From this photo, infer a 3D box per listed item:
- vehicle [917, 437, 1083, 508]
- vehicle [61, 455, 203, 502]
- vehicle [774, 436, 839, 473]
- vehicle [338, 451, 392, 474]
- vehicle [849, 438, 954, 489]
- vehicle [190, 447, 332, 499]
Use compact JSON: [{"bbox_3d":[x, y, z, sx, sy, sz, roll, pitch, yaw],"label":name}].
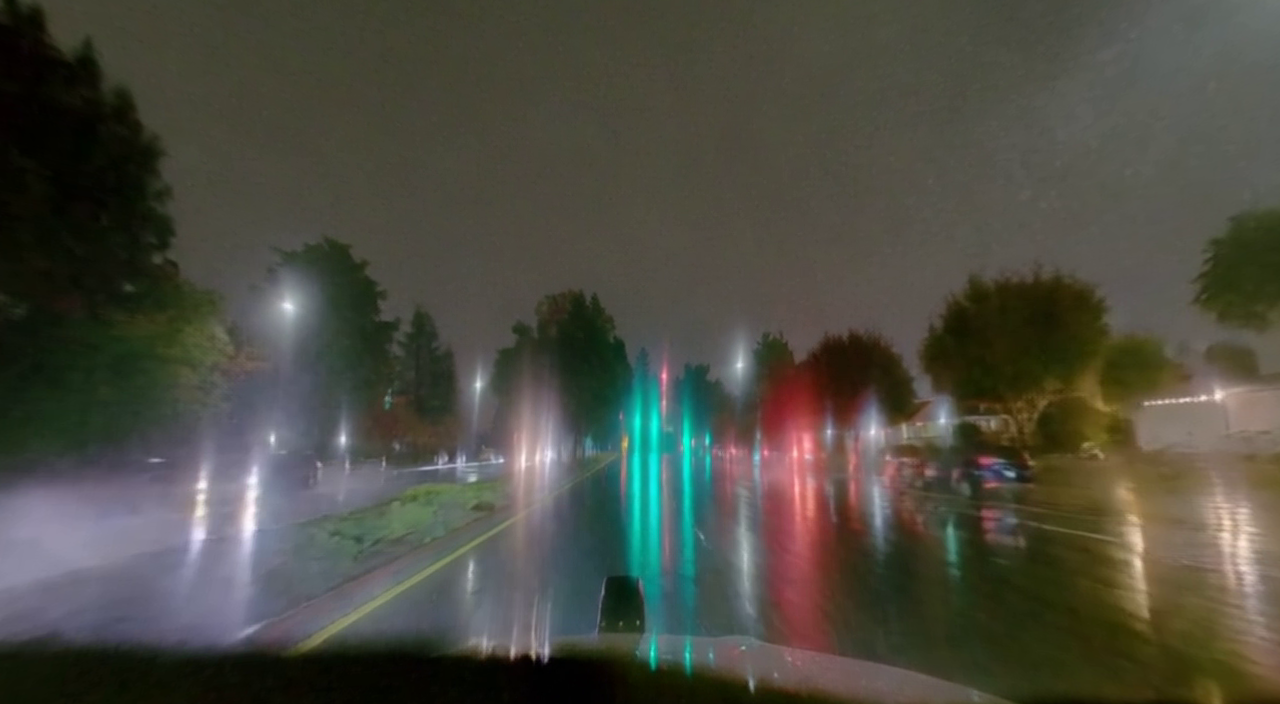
[{"bbox_3d":[9.724,3.262,17.603,1.885,1.685,4.430,0,-8,-2],"label":"vehicle"},{"bbox_3d":[-18.322,4.537,23.078,1.702,1.452,4.161,-1,-8,0],"label":"vehicle"},{"bbox_3d":[9.664,6.011,37.304,2.209,1.982,5.787,-1,-8,0],"label":"vehicle"},{"bbox_3d":[-18.598,7.493,42.939,1.732,1.460,3.932,-1,-9,3],"label":"vehicle"},{"bbox_3d":[9.624,4.118,23.655,1.949,1.698,4.351,0,-8,-1],"label":"vehicle"},{"bbox_3d":[-12.206,3.867,20.755,1.874,1.475,4.453,-1,-8,0],"label":"vehicle"}]
